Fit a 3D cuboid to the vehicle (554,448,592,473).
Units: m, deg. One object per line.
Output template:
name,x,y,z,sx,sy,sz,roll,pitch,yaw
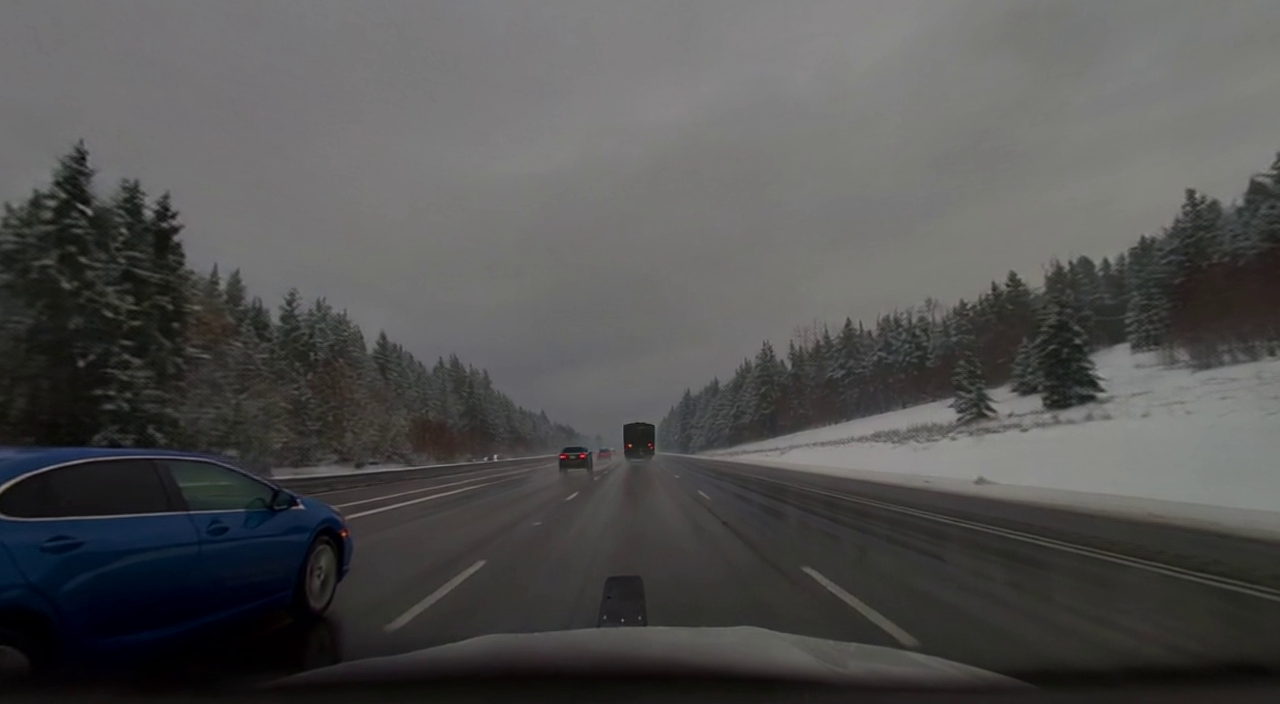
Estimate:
vehicle,-4.224,6.883,40.344,1.916,1.506,4.476,0,-9,0
